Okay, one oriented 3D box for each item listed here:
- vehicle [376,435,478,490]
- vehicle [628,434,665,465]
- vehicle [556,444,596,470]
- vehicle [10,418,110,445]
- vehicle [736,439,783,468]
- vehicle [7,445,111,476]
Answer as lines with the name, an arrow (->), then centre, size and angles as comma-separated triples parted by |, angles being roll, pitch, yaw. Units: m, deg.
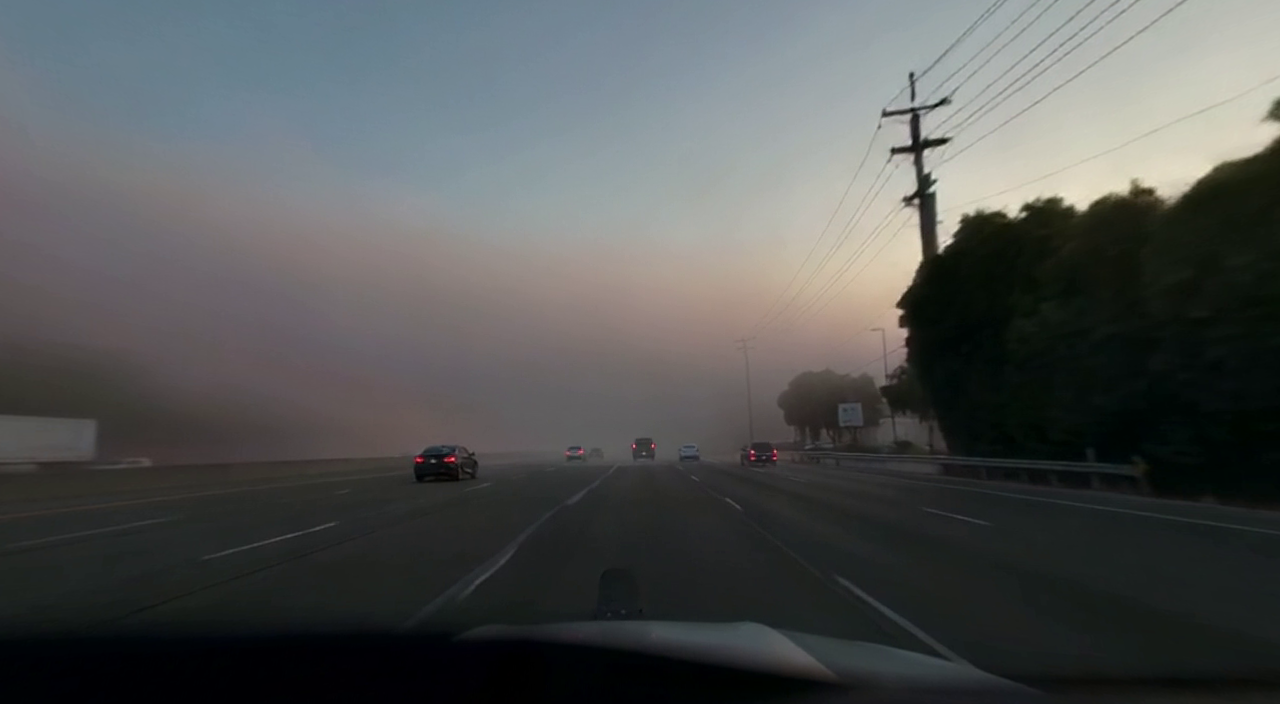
vehicle -> -7.349, 3.832, 22.279 | 2.007, 1.732, 4.395 | 0, -8, 0
vehicle -> 0.425, 7.358, 47.841 | 2.622, 2.208, 5.320 | 0, -8, -1
vehicle -> -3.788, 6.304, 38.082 | 1.979, 1.469, 4.378 | 0, -8, 0
vehicle -> -37.330, 5.196, 40.772 | 1.919, 1.651, 4.773 | 0, -8, 0
vehicle -> 7.291, 6.242, 38.941 | 1.937, 1.698, 4.322 | 0, -8, -1
vehicle -> -37.343, 6.953, 40.687 | 2.163, 1.848, 4.779 | 0, -8, -1
